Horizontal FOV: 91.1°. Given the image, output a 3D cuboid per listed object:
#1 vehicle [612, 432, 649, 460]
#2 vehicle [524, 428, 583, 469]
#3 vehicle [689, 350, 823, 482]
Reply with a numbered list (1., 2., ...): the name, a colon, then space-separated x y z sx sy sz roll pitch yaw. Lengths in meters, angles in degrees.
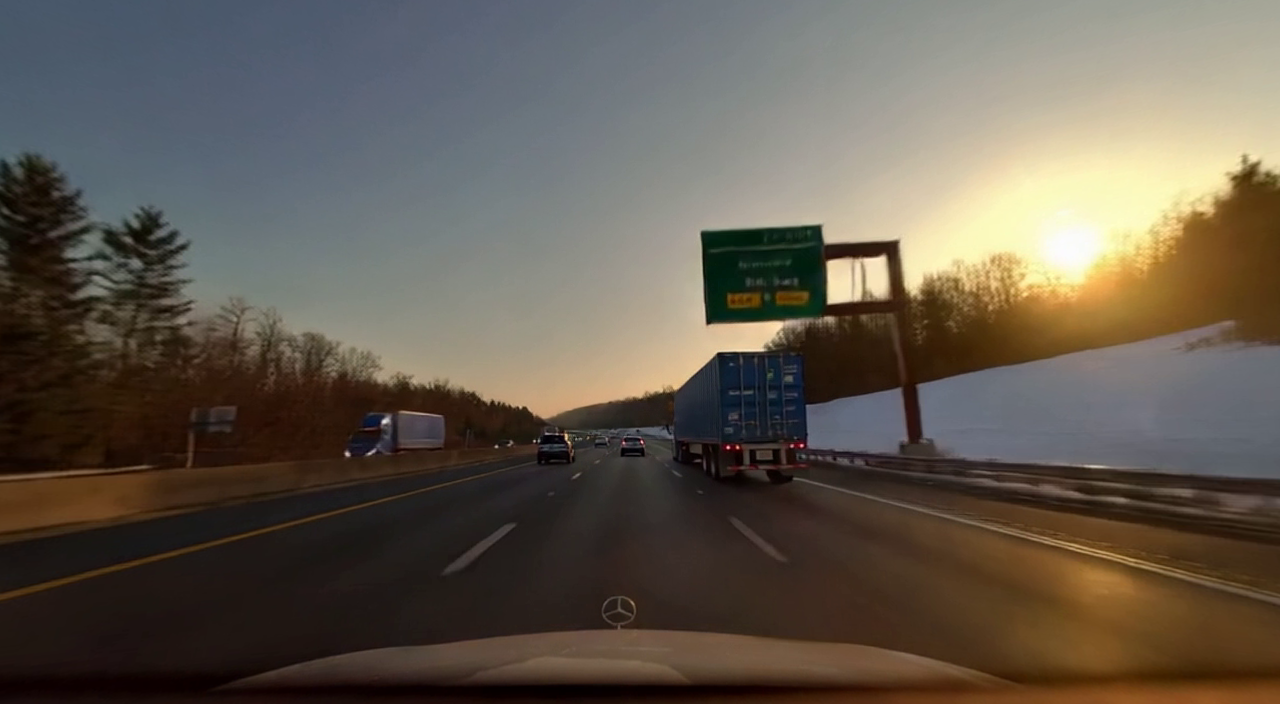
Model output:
1. vehicle: -0.601 5.654 37.817 2.088 1.567 4.240 0 -8 -1
2. vehicle: -3.754 4.277 28.105 2.054 1.671 4.445 0 -8 0
3. vehicle: 3.691 2.386 22.321 2.883 3.836 7.894 0 -8 -3
